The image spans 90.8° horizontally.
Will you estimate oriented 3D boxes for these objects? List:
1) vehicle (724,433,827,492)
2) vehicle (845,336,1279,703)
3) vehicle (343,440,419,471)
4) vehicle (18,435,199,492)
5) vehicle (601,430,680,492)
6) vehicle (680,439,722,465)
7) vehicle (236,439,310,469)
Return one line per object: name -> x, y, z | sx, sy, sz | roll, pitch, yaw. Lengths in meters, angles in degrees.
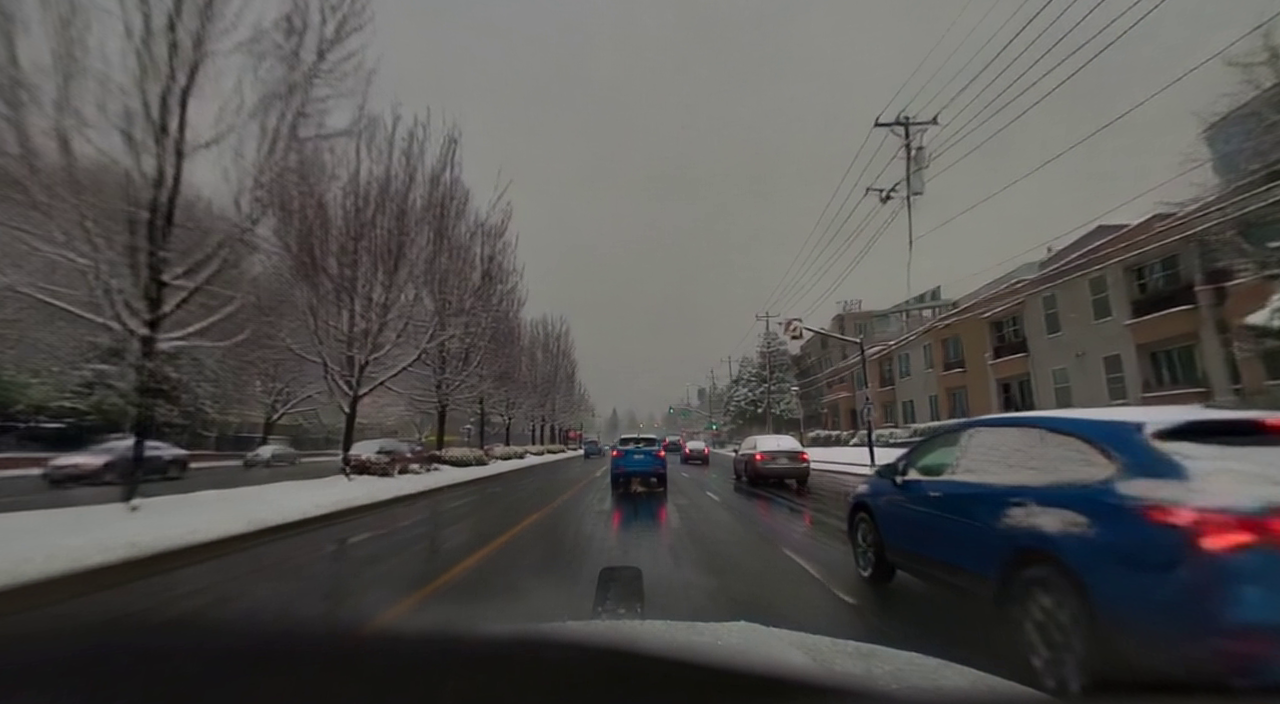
vehicle -> 3.871, 3.267, 18.965 | 2.086, 1.534, 4.351 | 0, -9, -1
vehicle -> 3.111, 1.041, 3.722 | 2.123, 1.657, 4.719 | 0, -9, -1
vehicle -> -13.928, 5.594, 34.316 | 1.951, 1.538, 4.940 | 0, -9, 1
vehicle -> -17.037, 3.596, 20.662 | 1.905, 1.634, 4.617 | 0, -9, 0
vehicle -> -0.007, 3.191, 18.713 | 2.073, 1.606, 3.933 | 0, -9, -1
vehicle -> 3.658, 6.116, 38.777 | 2.054, 1.461, 4.321 | 0, -9, -1
vehicle -> -22.361, 6.233, 38.715 | 1.923, 1.672, 4.303 | 0, -9, 1
